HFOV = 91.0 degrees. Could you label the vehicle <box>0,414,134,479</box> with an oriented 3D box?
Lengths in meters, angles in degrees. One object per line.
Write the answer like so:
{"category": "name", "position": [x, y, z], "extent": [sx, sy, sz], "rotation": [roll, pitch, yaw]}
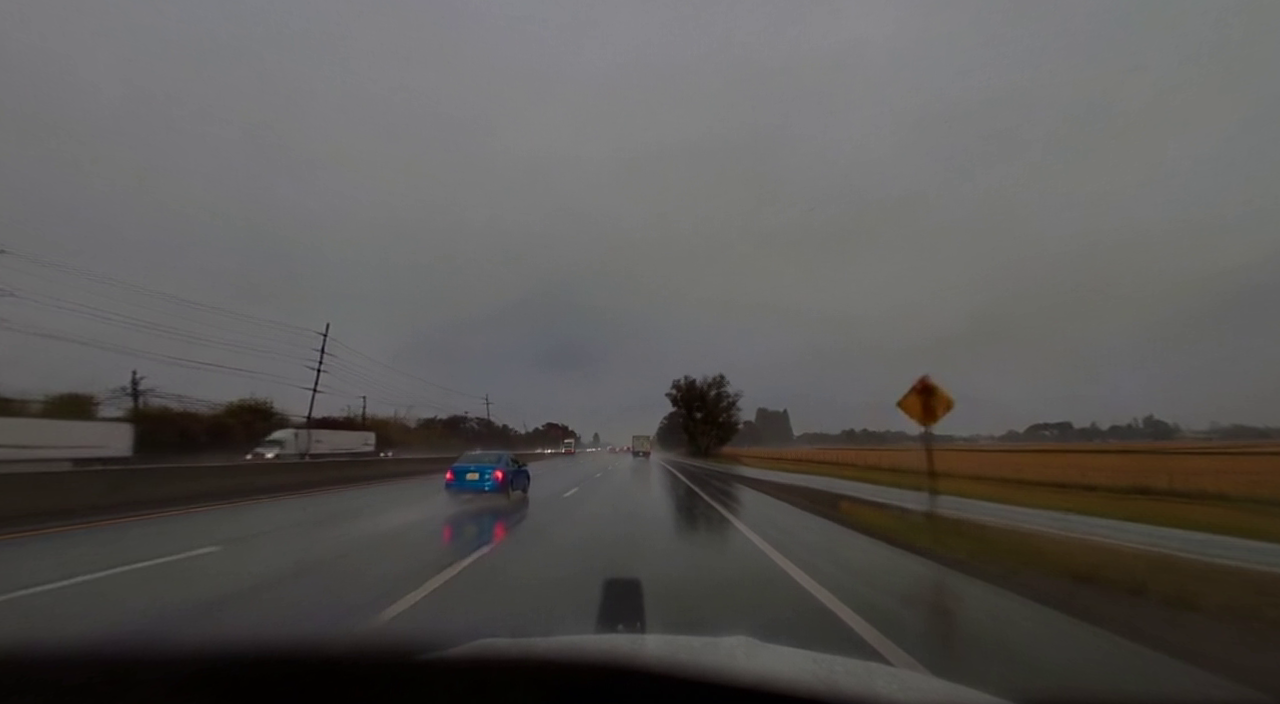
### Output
{"category": "vehicle", "position": [-43.802, 6.593, 43.918], "extent": [2.940, 4.217, 16.735], "rotation": [0, -9, 1]}

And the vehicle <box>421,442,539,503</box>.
{"category": "vehicle", "position": [-4.350, 3.346, 17.959], "extent": [2.104, 1.501, 4.459], "rotation": [0, -9, 1]}
